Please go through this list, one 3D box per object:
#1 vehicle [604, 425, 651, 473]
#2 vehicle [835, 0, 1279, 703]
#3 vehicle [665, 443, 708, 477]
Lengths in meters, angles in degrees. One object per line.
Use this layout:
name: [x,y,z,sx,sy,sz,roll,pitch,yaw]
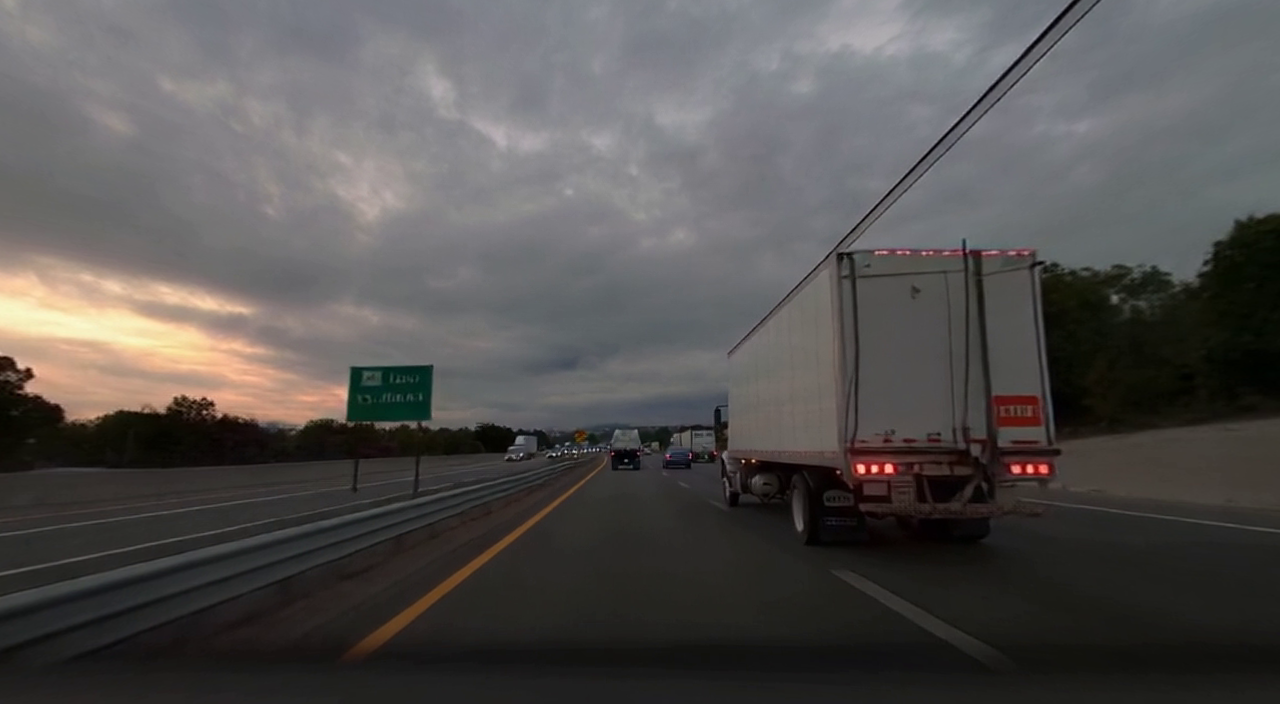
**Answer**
vehicle: [-0.686,6.101,39.473,2.506,2.743,6.093,-1,-9,3]
vehicle: [3.912,-0.085,3.446,2.816,4.086,8.486,0,-9,0]
vehicle: [2.474,5.742,33.450,2.127,1.642,3.899,-1,-9,3]
